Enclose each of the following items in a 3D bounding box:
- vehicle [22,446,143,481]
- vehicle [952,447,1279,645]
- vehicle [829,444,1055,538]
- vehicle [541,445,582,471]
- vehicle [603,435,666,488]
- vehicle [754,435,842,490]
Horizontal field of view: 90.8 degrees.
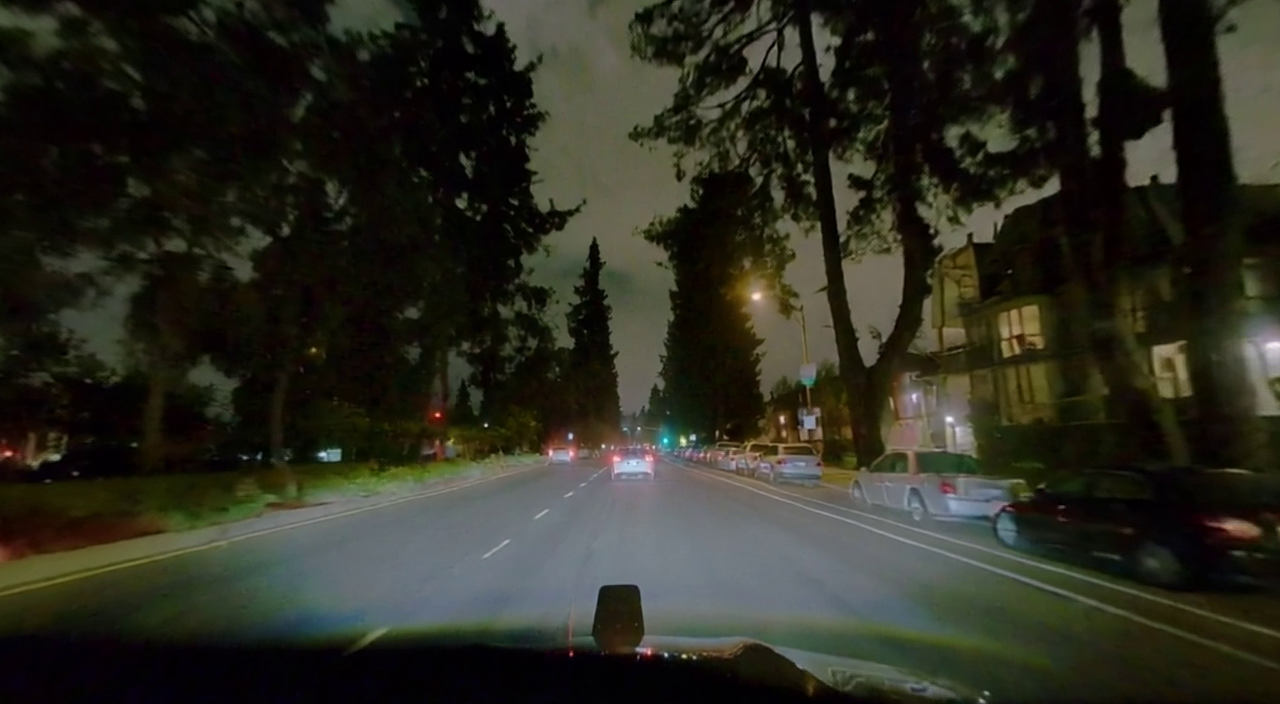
[{"bbox_3d":[-34.508,6.906,39.242,5.329,2.013,2.242,0,-9,1],"label":"vehicle"},{"bbox_3d":[5.778,1.823,7.074,1.903,1.491,4.999,0,-9,-2],"label":"vehicle"},{"bbox_3d":[5.544,2.582,12.471,2.022,1.484,4.612,0,-9,-2],"label":"vehicle"},{"bbox_3d":[-4.775,6.550,39.191,2.105,1.474,4.808,0,-9,-2],"label":"vehicle"},{"bbox_3d":[-0.236,3.923,22.889,2.070,1.698,3.925,0,-9,-1],"label":"vehicle"},{"bbox_3d":[5.814,4.117,23.859,2.139,1.872,4.585,0,-9,1],"label":"vehicle"}]
